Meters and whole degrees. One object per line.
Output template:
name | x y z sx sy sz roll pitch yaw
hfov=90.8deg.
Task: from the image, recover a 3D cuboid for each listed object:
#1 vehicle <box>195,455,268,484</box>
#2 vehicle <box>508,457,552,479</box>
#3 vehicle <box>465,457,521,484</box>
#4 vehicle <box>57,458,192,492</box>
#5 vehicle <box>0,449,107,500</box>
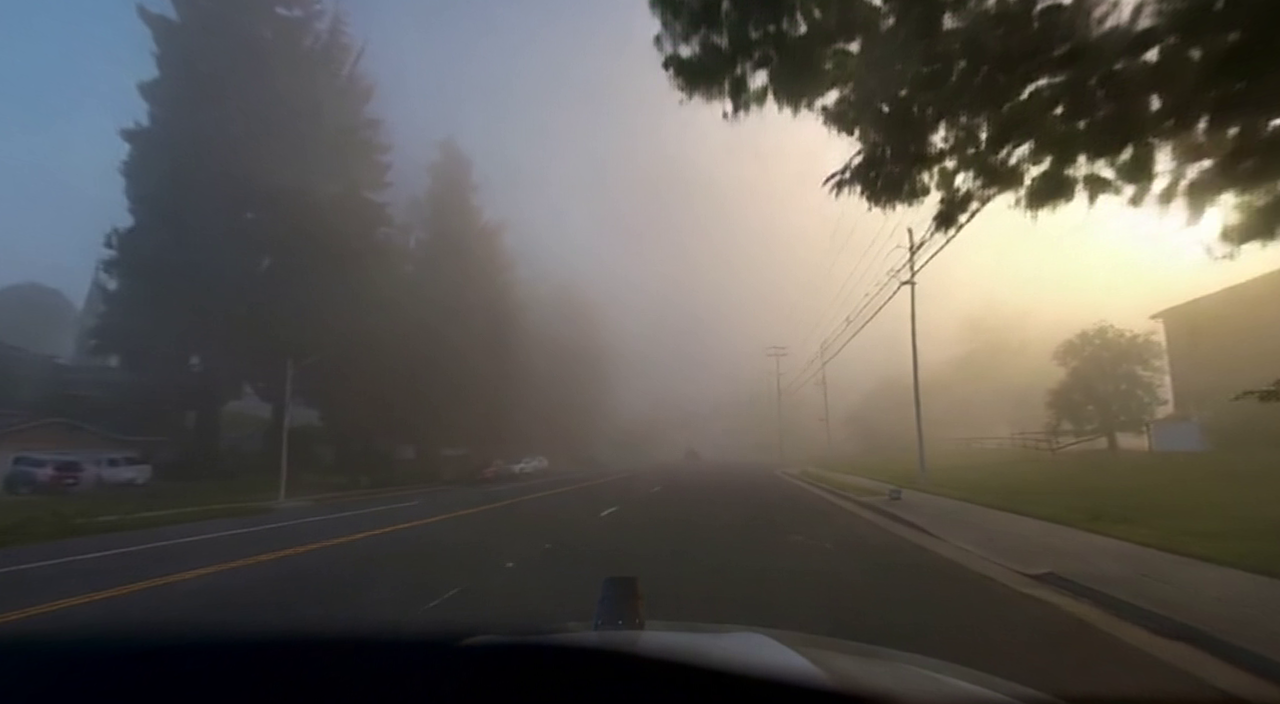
vehicle | -23.454 6.752 36.485 1.769 1.414 4.434 2 -8 -8
vehicle | -8.097 8.588 46.990 1.863 1.481 4.363 -4 -9 9
vehicle | -9.213 7.485 40.060 1.936 1.489 4.311 -2 -9 9
vehicle | -24.031 5.740 29.617 4.326 1.452 2.121 1 -9 -5
vehicle | -25.248 4.880 25.494 5.866 1.877 2.280 -2 -8 9
